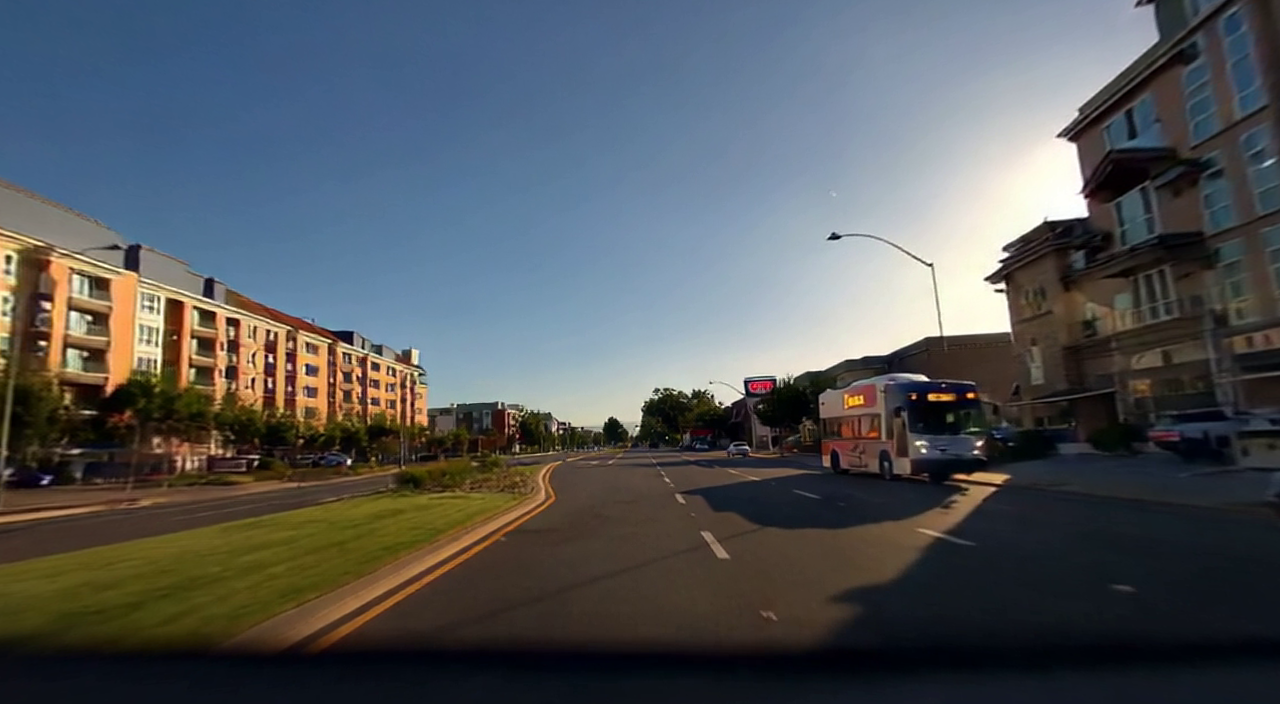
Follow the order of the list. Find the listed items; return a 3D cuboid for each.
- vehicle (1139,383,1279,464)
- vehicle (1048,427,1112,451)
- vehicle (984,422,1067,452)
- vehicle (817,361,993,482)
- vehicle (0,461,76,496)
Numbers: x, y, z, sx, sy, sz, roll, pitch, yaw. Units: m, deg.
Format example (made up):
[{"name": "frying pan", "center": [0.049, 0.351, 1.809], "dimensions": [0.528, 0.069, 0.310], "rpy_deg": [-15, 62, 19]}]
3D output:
[{"name": "vehicle", "center": [20.334, 2.376, 20.717], "dimensions": [5.637, 2.480, 2.521], "rpy_deg": [-4, -9, 26]}, {"name": "vehicle", "center": [30.565, 6.077, 43.988], "dimensions": [1.665, 1.469, 3.718], "rpy_deg": [-2, -9, -2]}, {"name": "vehicle", "center": [27.133, 6.039, 44.727], "dimensions": [2.221, 1.997, 5.314], "rpy_deg": [0, -8, -4]}, {"name": "vehicle", "center": [9.772, 2.852, 24.764], "dimensions": [3.017, 3.888, 8.508], "rpy_deg": [0, -8, -1]}, {"name": "vehicle", "center": [-33.617, 6.798, 34.296], "dimensions": [1.863, 1.646, 4.565], "rpy_deg": [0, -8, -2]}]
